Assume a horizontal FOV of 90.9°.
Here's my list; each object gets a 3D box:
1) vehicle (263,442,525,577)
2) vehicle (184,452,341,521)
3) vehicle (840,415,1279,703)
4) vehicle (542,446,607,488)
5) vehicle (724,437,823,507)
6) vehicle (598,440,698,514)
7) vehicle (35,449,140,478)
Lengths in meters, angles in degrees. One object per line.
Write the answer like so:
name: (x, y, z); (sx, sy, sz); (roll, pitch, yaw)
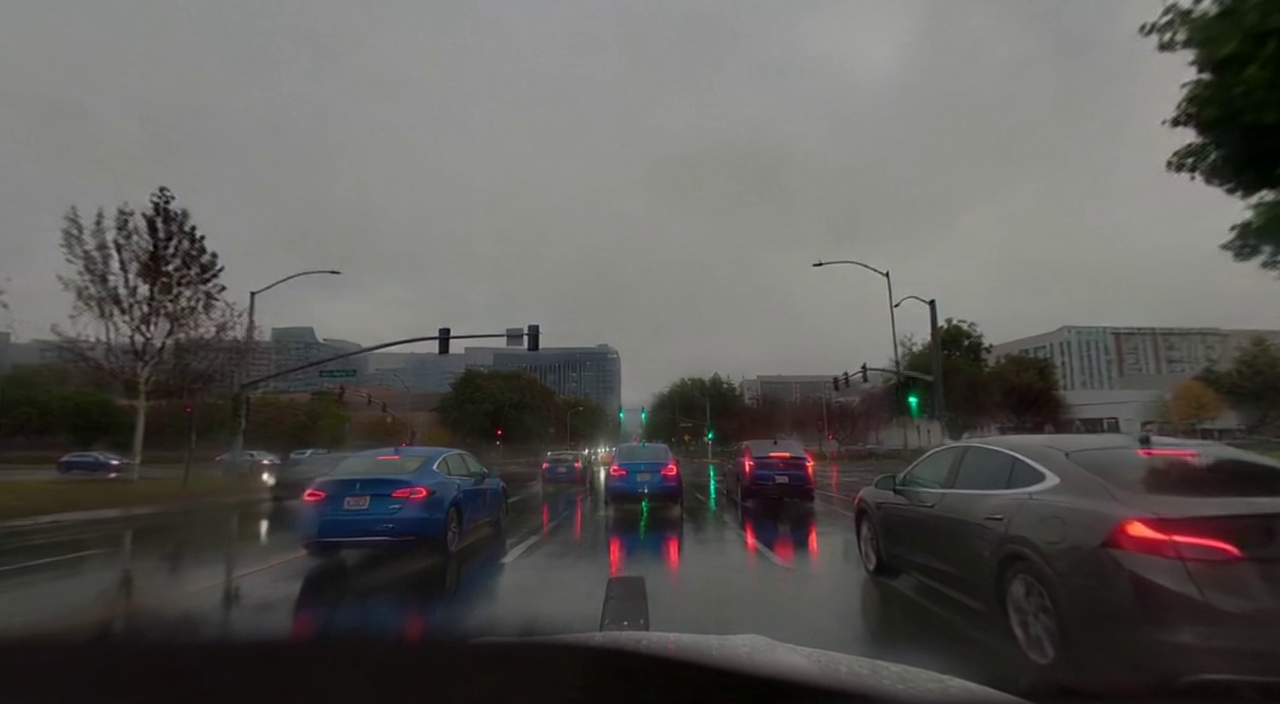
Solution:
vehicle: (-3.151, 2.086, 9.278); (2.015, 1.478, 4.407); (0, -8, 1)
vehicle: (-10.253, 3.634, 17.604); (2.033, 1.575, 4.357); (0, -8, -6)
vehicle: (3.354, 1.382, 5.063); (1.951, 1.522, 4.614); (0, -9, 0)
vehicle: (-2.553, 4.629, 25.710); (2.089, 1.537, 4.073); (-1, -9, 2)
vehicle: (3.630, 3.311, 17.896); (1.938, 1.732, 4.006); (0, -9, 0)
vehicle: (0.154, 3.020, 15.730); (2.144, 1.563, 4.218); (0, -9, -1)
vehicle: (-38.076, 7.685, 43.510); (5.268, 1.770, 2.107); (-2, -8, 1)
